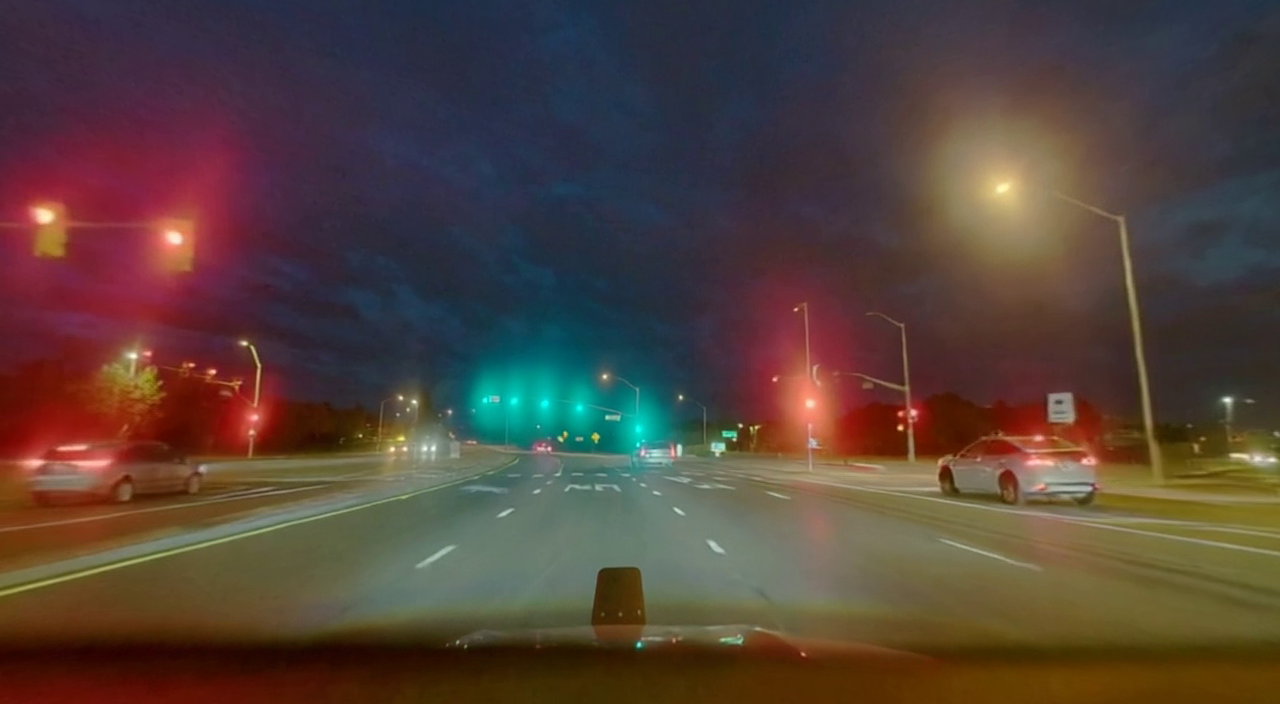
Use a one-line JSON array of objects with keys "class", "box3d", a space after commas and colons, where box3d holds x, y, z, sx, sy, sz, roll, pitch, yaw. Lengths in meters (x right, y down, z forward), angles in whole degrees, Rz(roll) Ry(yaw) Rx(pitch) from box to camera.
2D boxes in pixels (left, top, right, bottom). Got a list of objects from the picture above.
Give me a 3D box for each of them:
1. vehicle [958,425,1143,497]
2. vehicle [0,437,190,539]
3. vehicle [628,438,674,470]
[{"class": "vehicle", "box3d": [11.193, 2.999, 17.781, 2.130, 1.741, 4.665, 0, -8, 1]}, {"class": "vehicle", "box3d": [-11.529, 2.478, 12.145, 2.399, 1.624, 4.585, 0, -8, -1]}, {"class": "vehicle", "box3d": [0.584, 5.911, 36.693, 2.024, 1.724, 3.928, 1, -9, -8]}]
